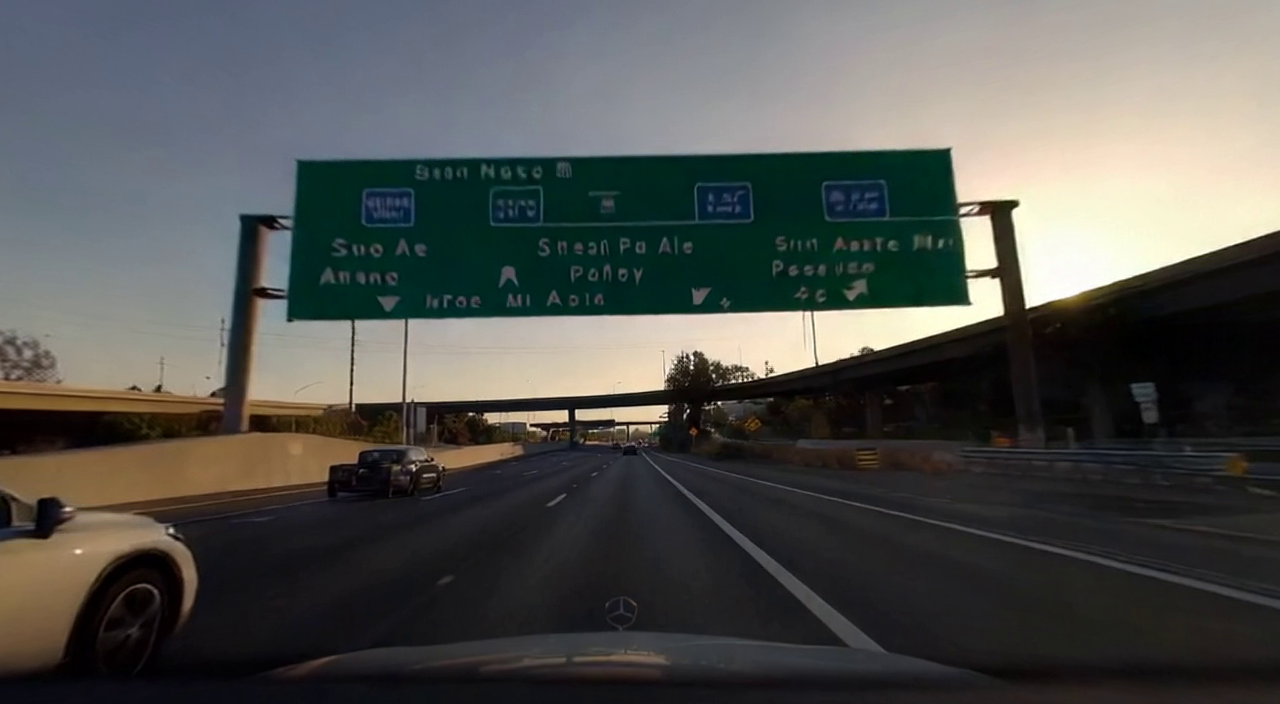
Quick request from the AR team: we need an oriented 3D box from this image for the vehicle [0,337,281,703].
[{"bbox_3d":[-3.309,0.738,1.703,2.178,1.699,4.321,0,-8,-1],"label":"vehicle"}]
